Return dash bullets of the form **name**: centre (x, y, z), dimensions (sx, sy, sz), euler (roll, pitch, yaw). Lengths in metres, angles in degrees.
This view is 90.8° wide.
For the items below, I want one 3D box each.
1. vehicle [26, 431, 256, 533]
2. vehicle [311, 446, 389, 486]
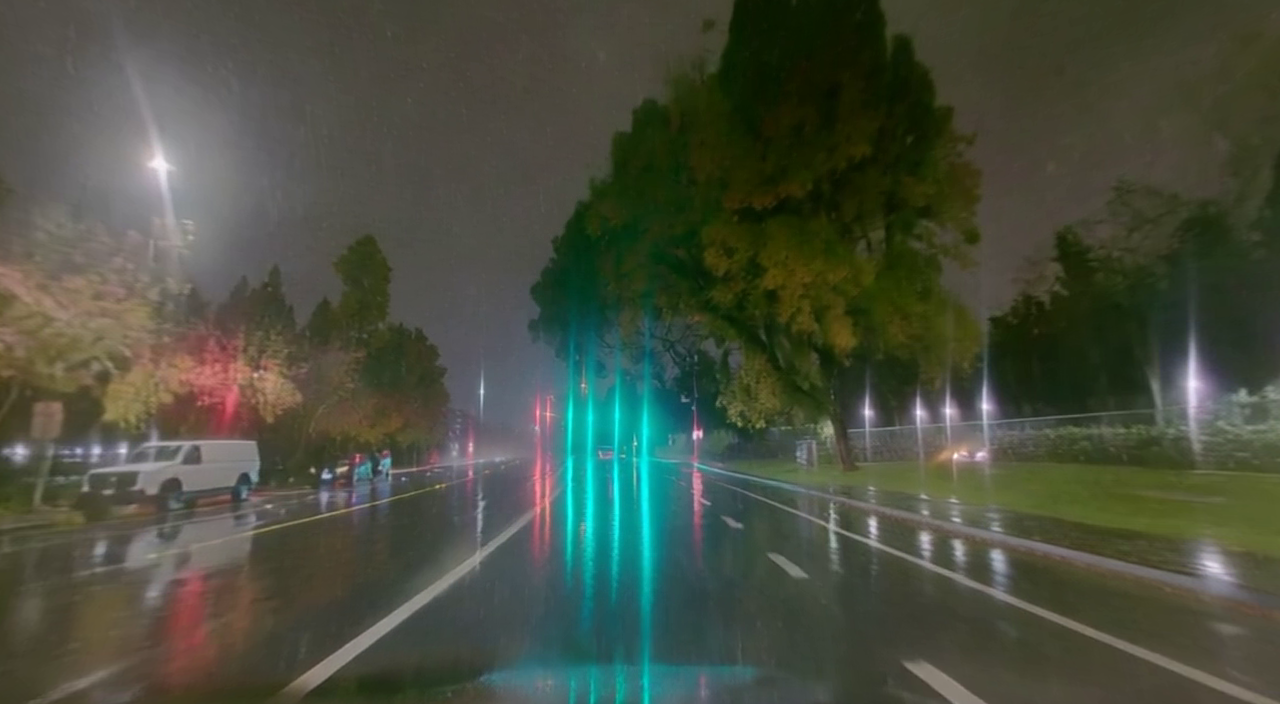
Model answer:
- **vehicle**: centre (-13.111, 3.346, 17.261), dimensions (2.314, 2.144, 5.403), euler (-3, -7, -6)
- **vehicle**: centre (-14.181, 5.611, 31.203), dimensions (2.090, 1.680, 4.434), euler (-2, -9, -4)
